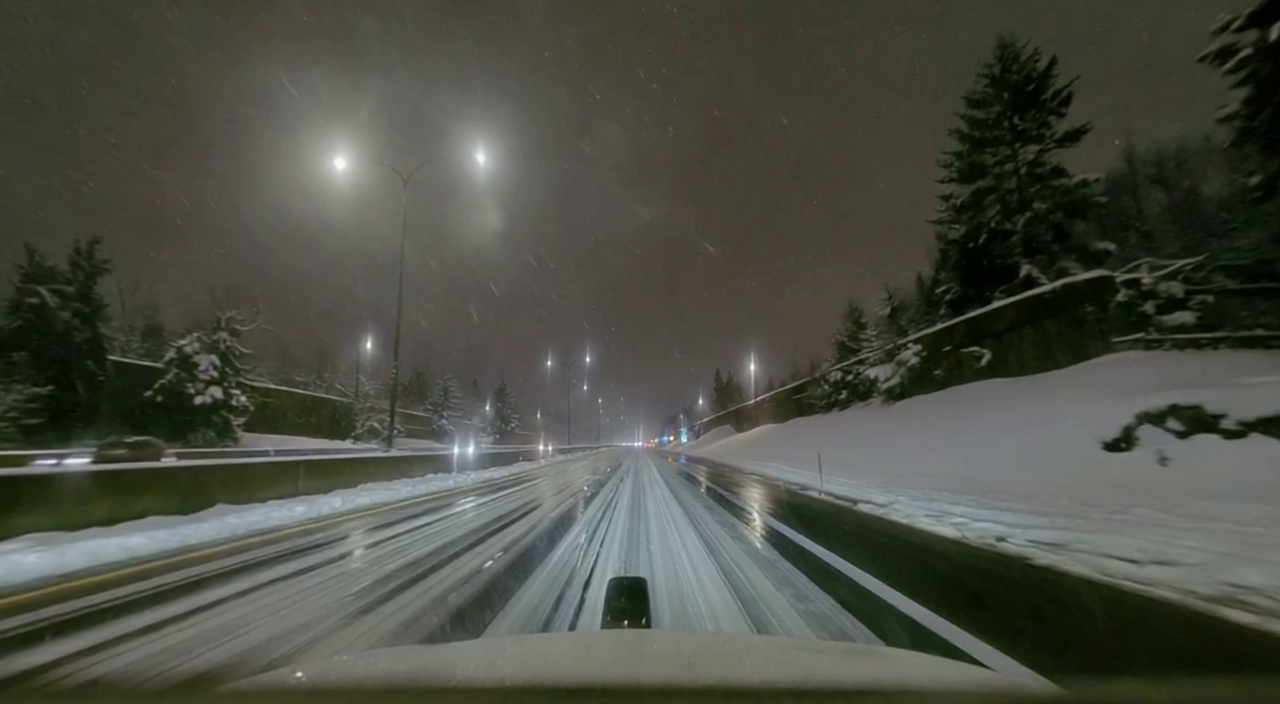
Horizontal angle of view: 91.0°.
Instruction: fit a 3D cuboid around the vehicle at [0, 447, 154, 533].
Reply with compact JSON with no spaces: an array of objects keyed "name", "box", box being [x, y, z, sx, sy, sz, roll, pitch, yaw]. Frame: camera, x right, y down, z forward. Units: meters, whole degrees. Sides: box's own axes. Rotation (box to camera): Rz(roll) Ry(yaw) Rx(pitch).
[{"name":"vehicle","box":[-12.048,2.623,12.354,1.792,1.468,3.946,0,-8,0]}]
